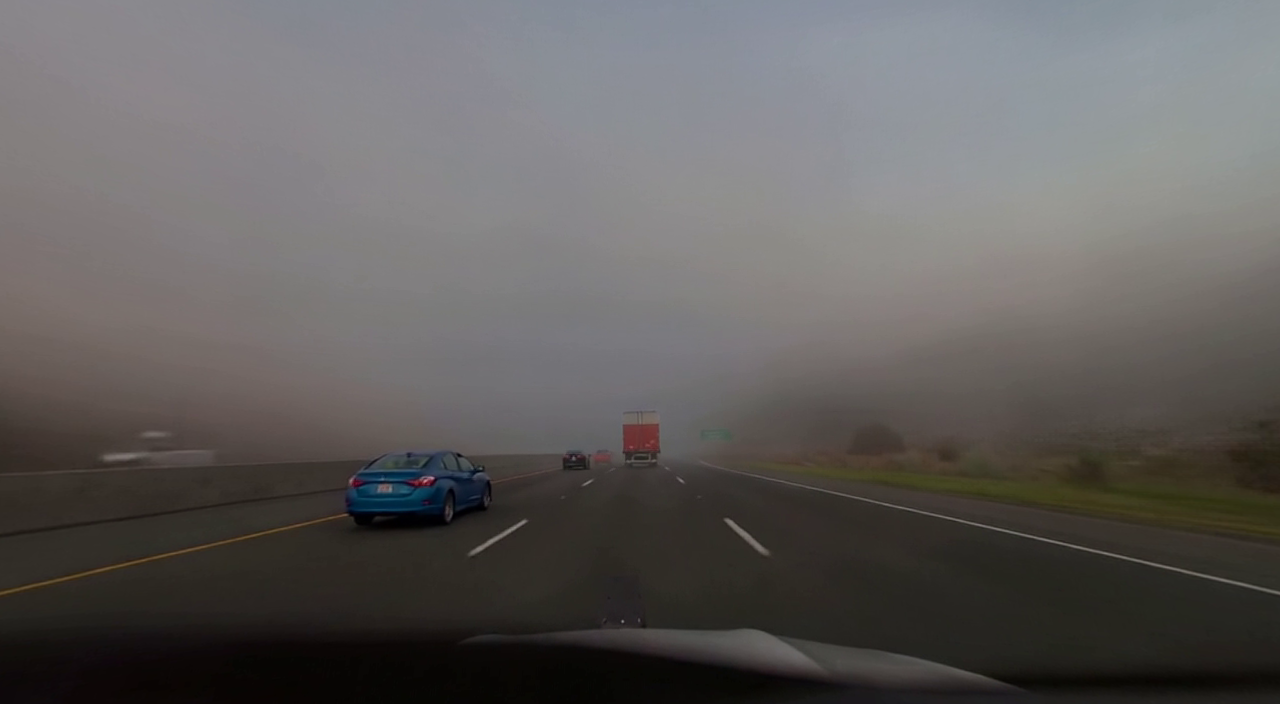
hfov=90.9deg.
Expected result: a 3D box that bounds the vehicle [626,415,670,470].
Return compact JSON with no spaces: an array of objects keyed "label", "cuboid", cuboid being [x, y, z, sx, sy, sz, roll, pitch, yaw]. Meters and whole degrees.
[{"label":"vehicle","cuboid":[0.498,6.662,46.081,2.893,3.628,9.081,0,-9,0]}]

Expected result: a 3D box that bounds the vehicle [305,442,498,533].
[{"label":"vehicle","cuboid":[-4.378,2.546,12.457,2.010,1.461,4.391,0,-9,1]}]

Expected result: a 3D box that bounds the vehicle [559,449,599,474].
[{"label":"vehicle","cuboid":[-3.755,6.838,39.551,1.981,1.435,4.199,0,-9,1]}]
